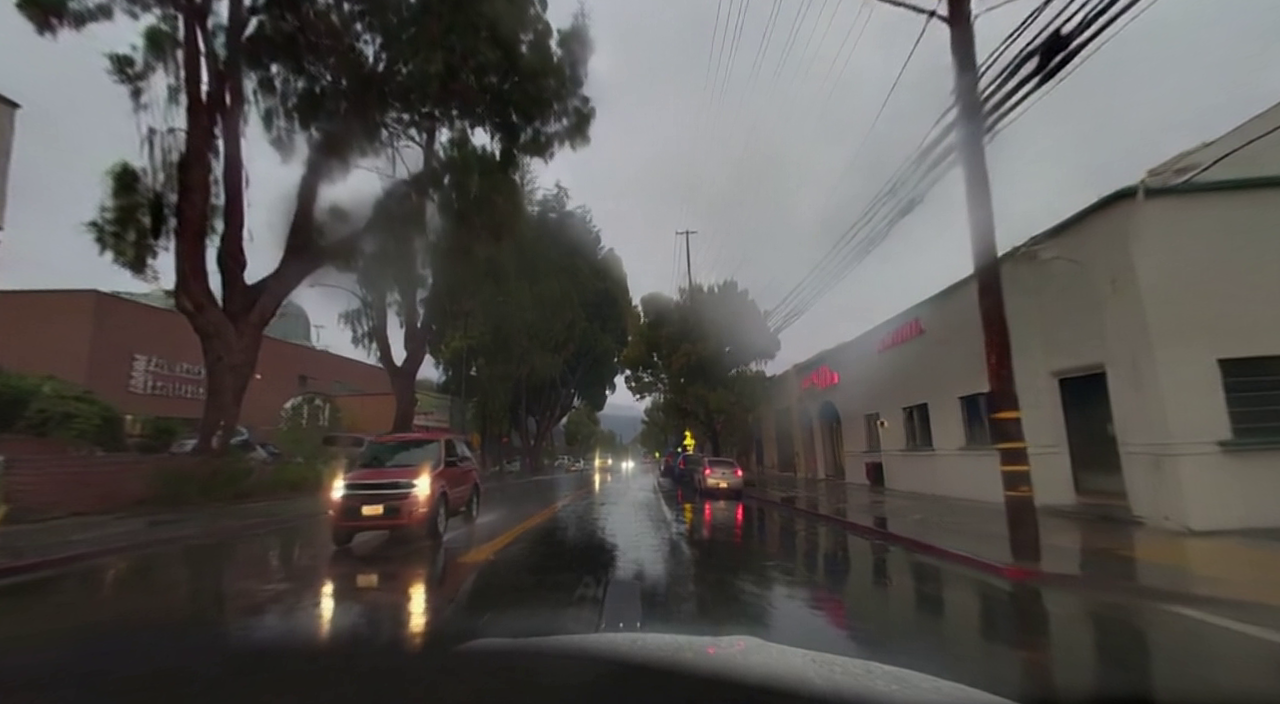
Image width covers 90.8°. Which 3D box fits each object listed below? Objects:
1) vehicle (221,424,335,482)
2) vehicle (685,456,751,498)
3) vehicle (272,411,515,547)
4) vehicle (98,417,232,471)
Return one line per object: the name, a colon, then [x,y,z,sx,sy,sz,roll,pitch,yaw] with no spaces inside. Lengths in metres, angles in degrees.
vehicle: [-18.494,5.120,32.754,2.256,2.668,5.979,-1,-7,2]
vehicle: [2.902,4.744,24.319,1.877,1.373,3.854,0,-8,-2]
vehicle: [-4.089,2.212,11.718,2.495,1.966,4.846,0,-8,0]
vehicle: [-24.422,4.791,32.916,2.288,2.514,5.886,0,-8,1]
